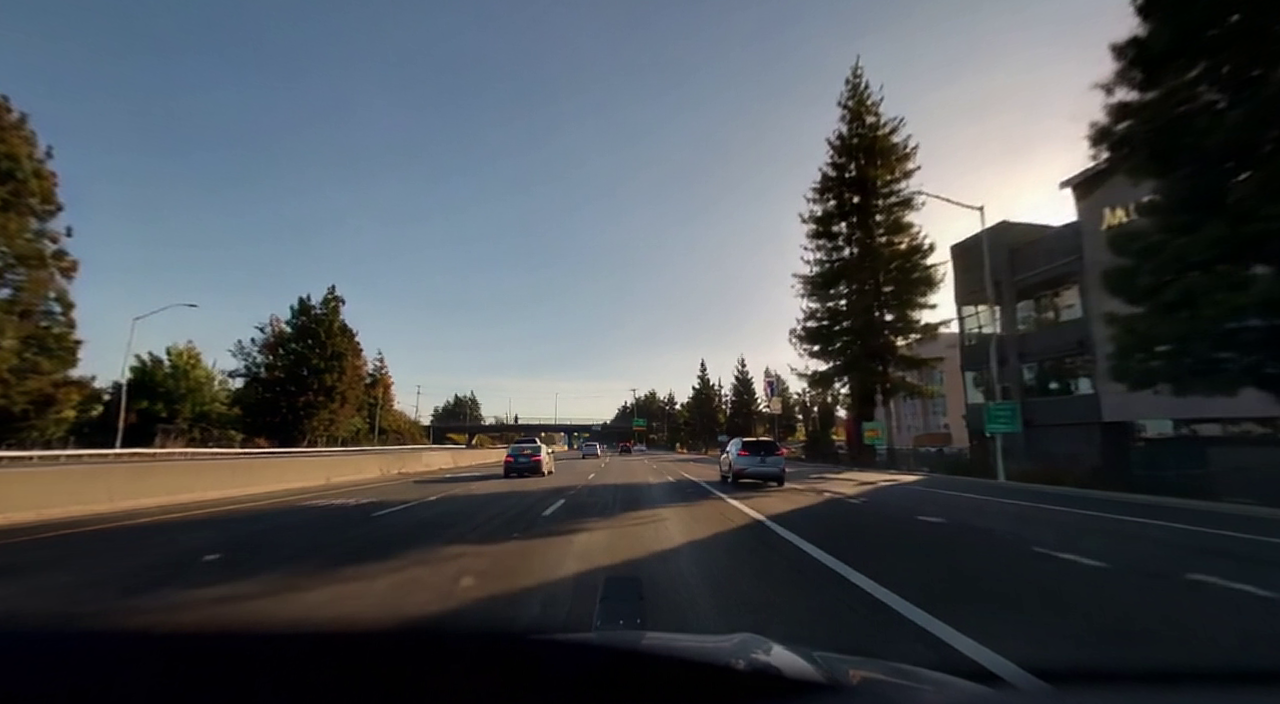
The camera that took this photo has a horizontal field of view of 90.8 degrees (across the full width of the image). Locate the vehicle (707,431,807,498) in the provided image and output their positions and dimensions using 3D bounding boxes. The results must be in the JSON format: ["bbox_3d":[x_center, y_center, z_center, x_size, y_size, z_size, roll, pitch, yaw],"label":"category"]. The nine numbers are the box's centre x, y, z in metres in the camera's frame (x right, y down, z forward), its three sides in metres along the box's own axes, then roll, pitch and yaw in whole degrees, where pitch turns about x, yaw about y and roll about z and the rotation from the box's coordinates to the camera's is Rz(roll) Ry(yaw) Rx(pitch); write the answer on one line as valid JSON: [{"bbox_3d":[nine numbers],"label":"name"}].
[{"bbox_3d":[3.215,3.178,18.312,1.997,1.686,4.247,0,-8,-1],"label":"vehicle"}]

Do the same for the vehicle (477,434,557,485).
[{"bbox_3d":[-4.678,4.149,24.791,2.176,1.779,4.755,0,-8,0],"label":"vehicle"}]
